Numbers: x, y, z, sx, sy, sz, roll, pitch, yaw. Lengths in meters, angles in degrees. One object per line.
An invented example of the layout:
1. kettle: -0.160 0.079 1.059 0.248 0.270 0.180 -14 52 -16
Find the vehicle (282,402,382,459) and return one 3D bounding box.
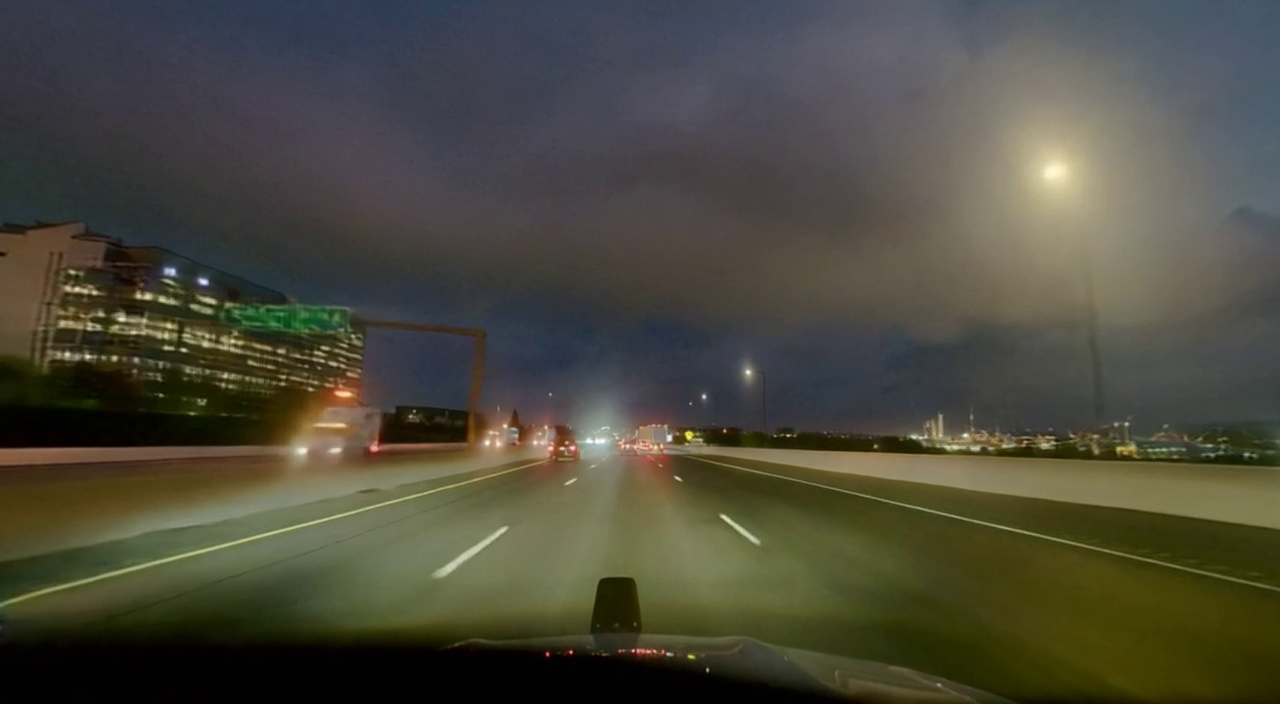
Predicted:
1. vehicle: -17.754 4.655 36.777 2.463 3.000 6.804 0 -8 -1

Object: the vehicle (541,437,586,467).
1. vehicle: -4.483 5.928 37.374 2.271 1.626 4.463 0 -8 -2

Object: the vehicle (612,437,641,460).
1. vehicle: -1.105 7.658 49.825 2.196 1.699 4.499 0 -8 -1
